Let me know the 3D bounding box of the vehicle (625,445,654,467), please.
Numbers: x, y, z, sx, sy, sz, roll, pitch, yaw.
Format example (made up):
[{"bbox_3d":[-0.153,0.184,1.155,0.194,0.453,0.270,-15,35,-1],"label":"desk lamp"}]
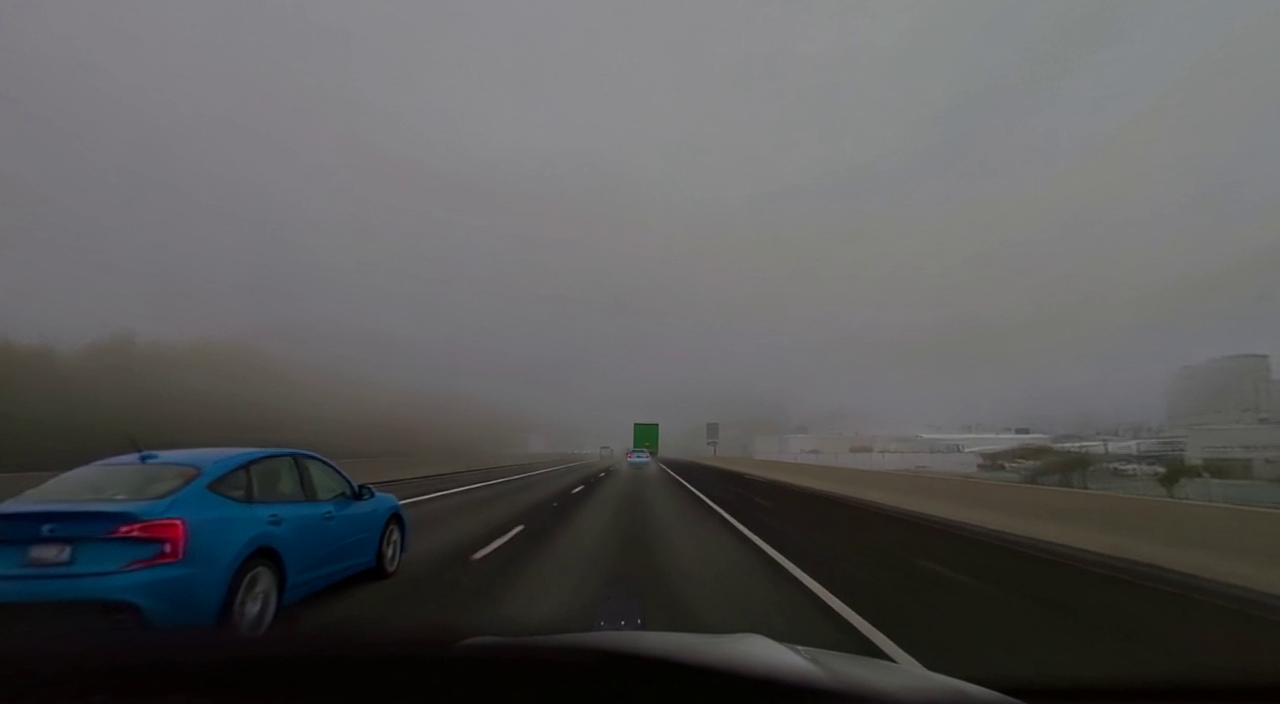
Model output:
[{"bbox_3d":[-0.034,7.864,47.703,2.094,1.559,3.945,0,-9,0],"label":"vehicle"}]
